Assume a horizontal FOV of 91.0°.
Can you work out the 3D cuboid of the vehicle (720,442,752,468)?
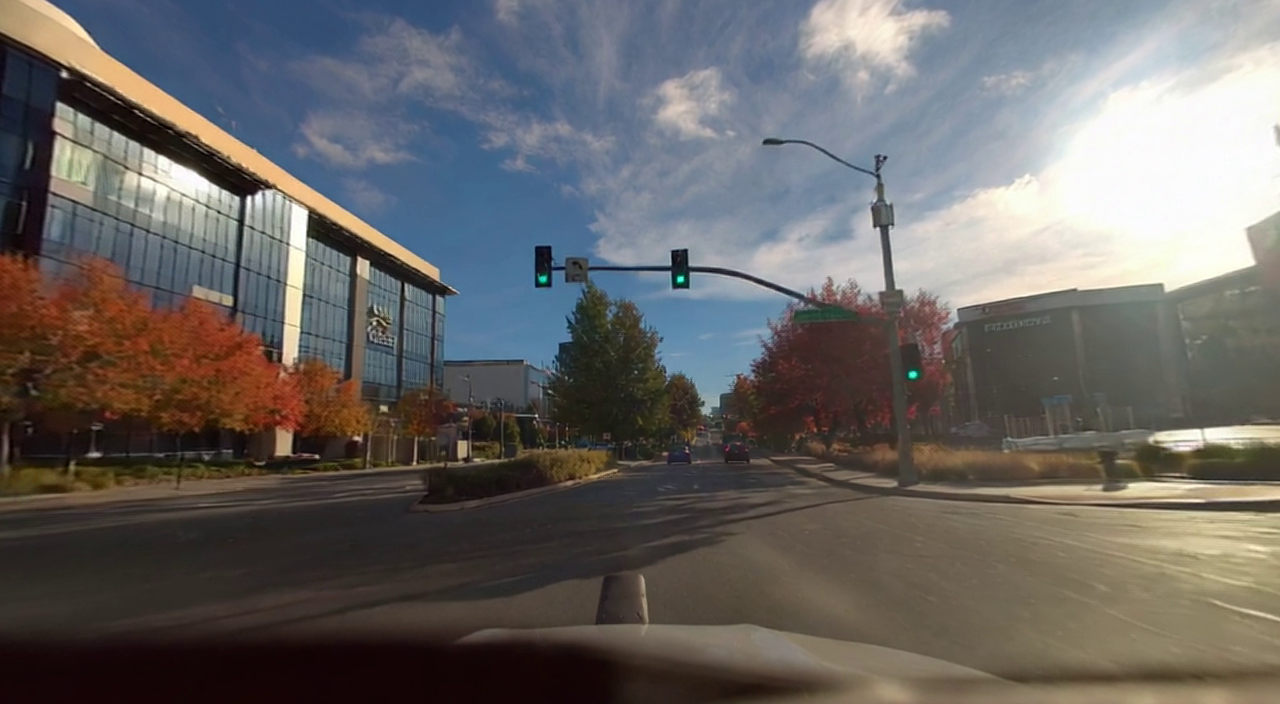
[{"bbox_3d":[7.002,7.578,46.471,2.174,1.749,4.739,-1,-9,7],"label":"vehicle"}]

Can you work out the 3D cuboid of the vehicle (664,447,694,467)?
[{"bbox_3d":[3.135,8.291,49.855,2.014,1.525,4.197,-1,-9,8],"label":"vehicle"}]
